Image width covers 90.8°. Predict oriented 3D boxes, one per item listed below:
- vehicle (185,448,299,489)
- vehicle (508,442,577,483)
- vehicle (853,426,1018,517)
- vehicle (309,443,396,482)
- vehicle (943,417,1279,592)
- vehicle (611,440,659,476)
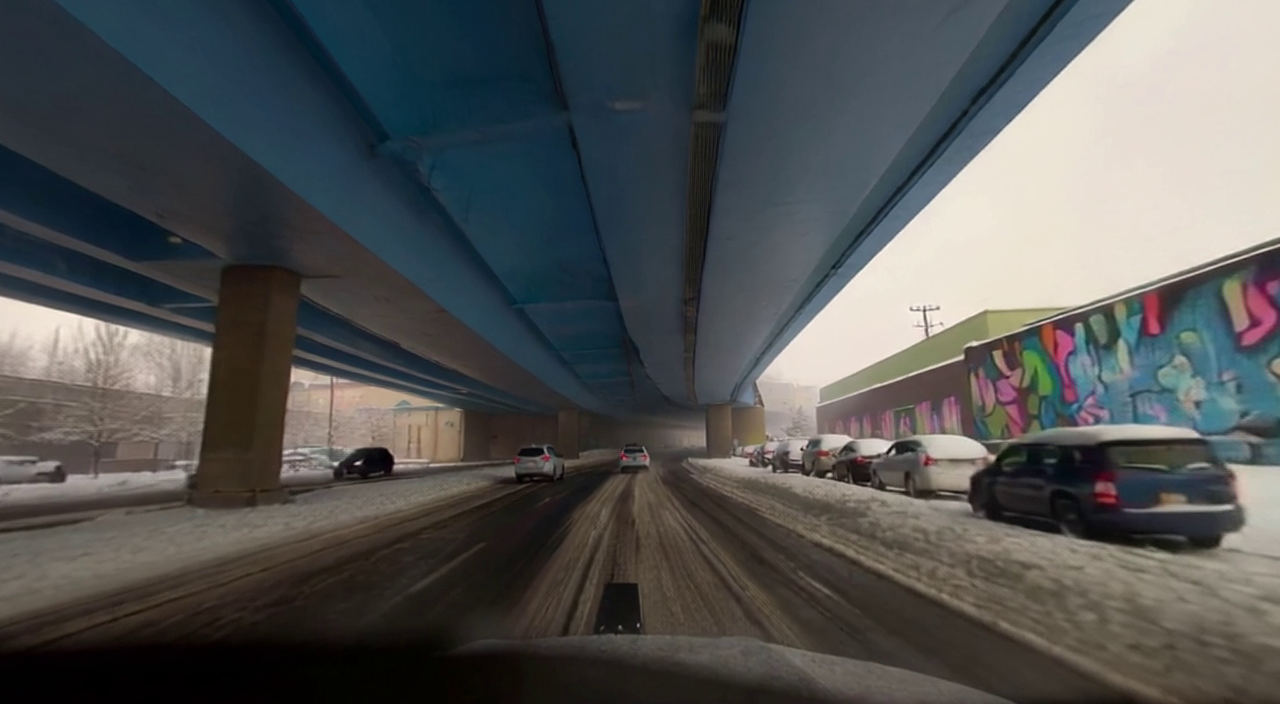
[{"bbox_3d":[-17.538,5.119,28.139,2.056,1.643,4.362,-1,-9,3],"label":"vehicle"},{"bbox_3d":[-3.947,4.570,26.399,2.024,1.533,4.549,-1,-9,2],"label":"vehicle"},{"bbox_3d":[6.455,2.642,14.376,1.940,1.738,3.956,0,-9,2],"label":"vehicle"},{"bbox_3d":[-14.012,5.390,31.152,2.069,1.728,4.567,0,-9,1],"label":"vehicle"},{"bbox_3d":[5.818,1.741,7.982,2.023,1.627,3.971,-1,-9,1],"label":"vehicle"},{"bbox_3d":[-0.228,5.031,30.228,2.155,1.571,3.734,0,-9,0],"label":"vehicle"}]
